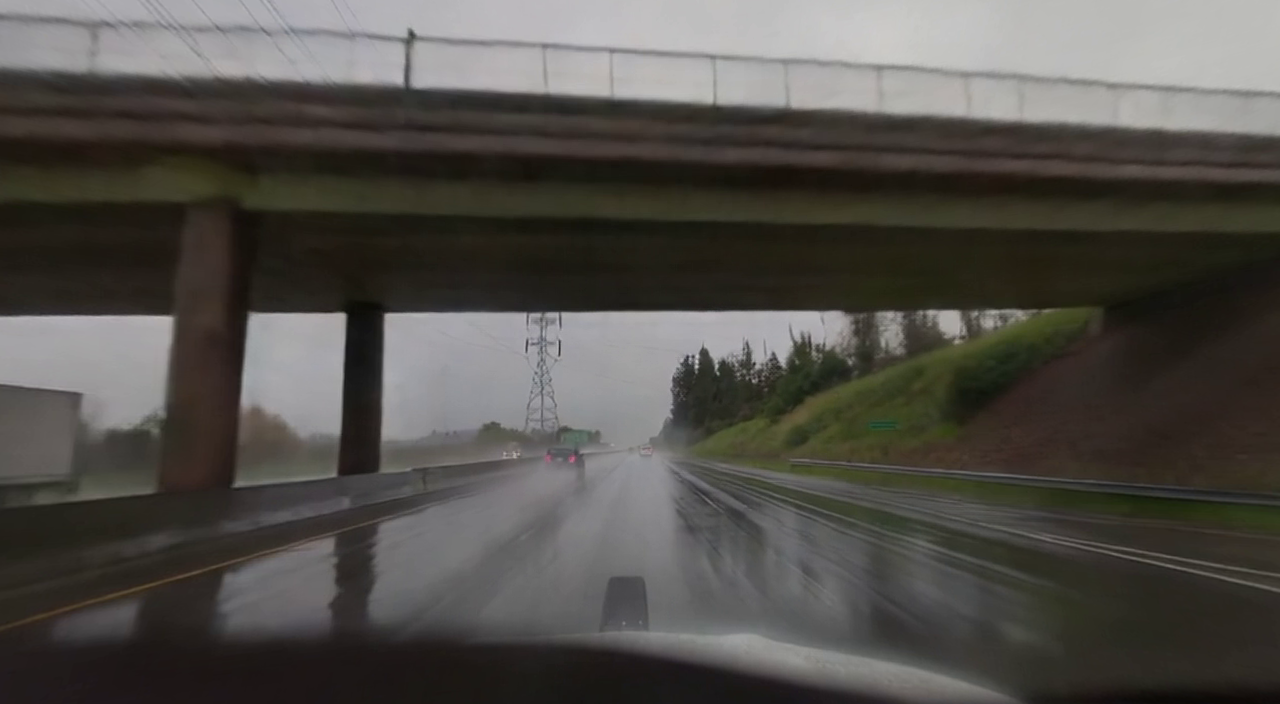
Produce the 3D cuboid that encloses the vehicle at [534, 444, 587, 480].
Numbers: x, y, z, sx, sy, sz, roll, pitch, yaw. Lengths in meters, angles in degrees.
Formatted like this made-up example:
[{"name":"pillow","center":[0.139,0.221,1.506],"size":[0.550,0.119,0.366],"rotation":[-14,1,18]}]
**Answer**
[{"name":"vehicle","center":[-3.717,5.242,30.221],"size":[1.924,1.550,4.165],"rotation":[0,-9,1]}]
